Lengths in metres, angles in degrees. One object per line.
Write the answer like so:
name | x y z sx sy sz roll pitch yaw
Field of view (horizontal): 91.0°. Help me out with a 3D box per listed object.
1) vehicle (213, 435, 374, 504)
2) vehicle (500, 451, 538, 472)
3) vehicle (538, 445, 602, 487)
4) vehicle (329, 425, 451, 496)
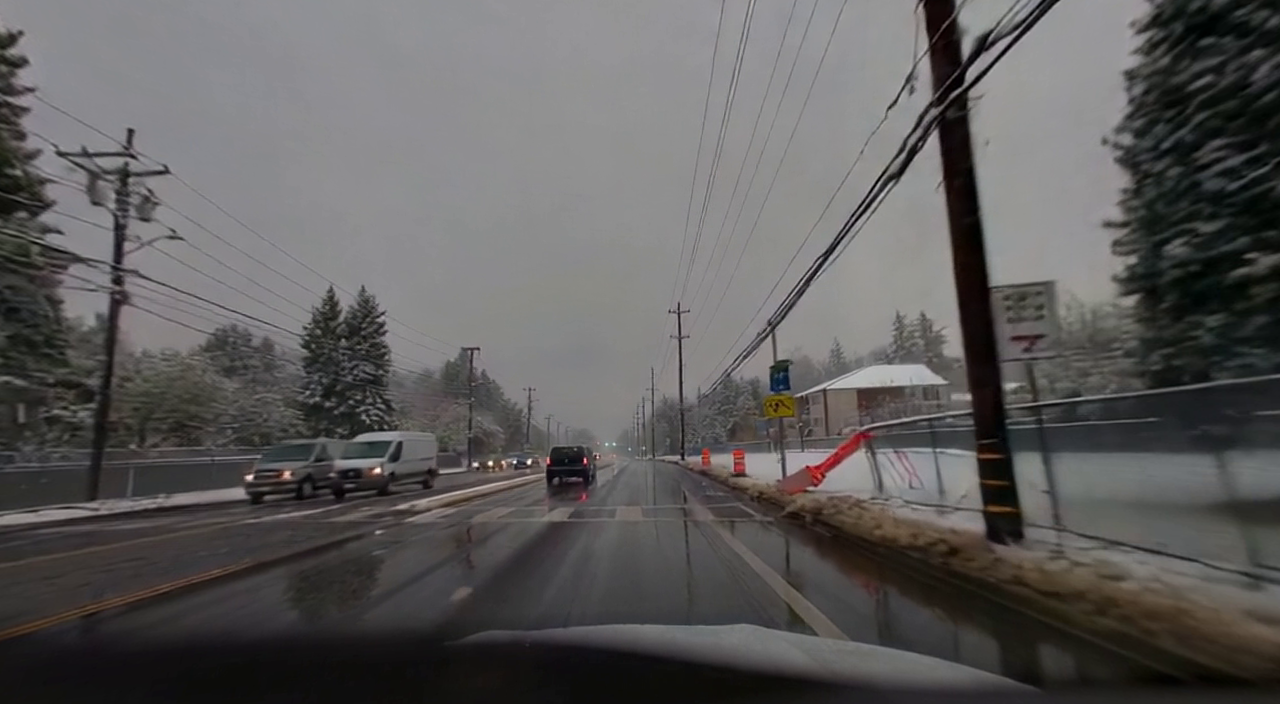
vehicle | -13.143 4.496 24.655 2.584 2.302 6.400 1 -9 1
vehicle | -9.204 8.338 48.250 2.007 1.520 4.466 1 -9 1
vehicle | -2.749 4.578 25.649 1.992 1.515 4.289 0 -9 2
vehicle | -9.626 4.242 24.950 2.377 2.439 5.510 0 -9 2
